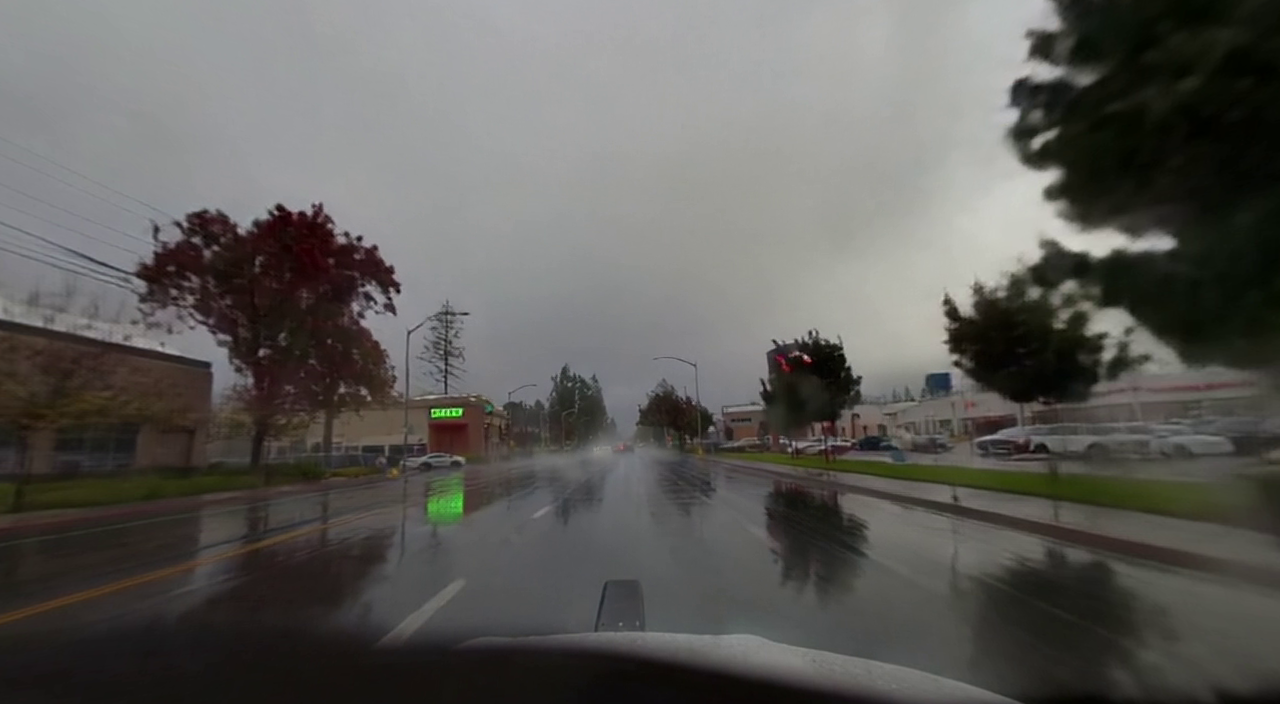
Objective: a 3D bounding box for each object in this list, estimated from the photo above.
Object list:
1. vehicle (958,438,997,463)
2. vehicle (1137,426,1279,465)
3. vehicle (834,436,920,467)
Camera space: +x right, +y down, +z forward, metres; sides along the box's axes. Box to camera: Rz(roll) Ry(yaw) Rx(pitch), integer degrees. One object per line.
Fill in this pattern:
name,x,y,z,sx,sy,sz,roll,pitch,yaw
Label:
vehicle,20.741,6.028,38.820,1.901,1.461,4.482,-5,-9,28
vehicle,23.288,3.777,25.645,4.579,1.482,1.911,0,-8,0
vehicle,16.025,6.758,42.939,4.914,1.540,2.200,-5,-8,0
